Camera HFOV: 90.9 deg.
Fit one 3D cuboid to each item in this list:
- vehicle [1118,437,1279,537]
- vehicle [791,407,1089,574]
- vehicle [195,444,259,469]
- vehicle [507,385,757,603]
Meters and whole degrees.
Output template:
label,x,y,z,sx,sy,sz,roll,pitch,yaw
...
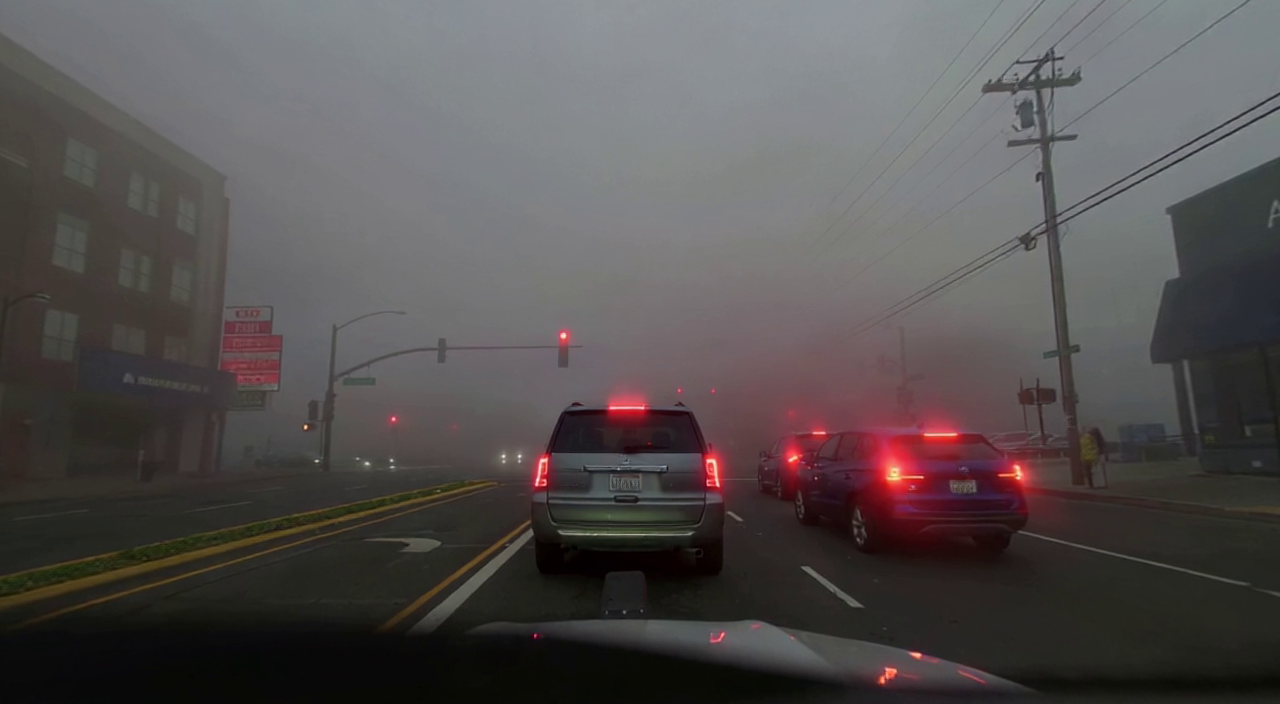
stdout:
label,x,y,z,sx,sy,sz,roll,pitch,yaw
vehicle,10.419,2.128,10.227,1.815,1.468,4.534,0,-8,1
vehicle,3.642,1.762,8.788,2.036,1.719,4.318,0,-8,0
vehicle,-27.357,6.884,41.906,1.693,1.563,3.716,0,-8,0
vehicle,0.020,1.540,7.682,2.154,1.861,4.280,0,-8,3
